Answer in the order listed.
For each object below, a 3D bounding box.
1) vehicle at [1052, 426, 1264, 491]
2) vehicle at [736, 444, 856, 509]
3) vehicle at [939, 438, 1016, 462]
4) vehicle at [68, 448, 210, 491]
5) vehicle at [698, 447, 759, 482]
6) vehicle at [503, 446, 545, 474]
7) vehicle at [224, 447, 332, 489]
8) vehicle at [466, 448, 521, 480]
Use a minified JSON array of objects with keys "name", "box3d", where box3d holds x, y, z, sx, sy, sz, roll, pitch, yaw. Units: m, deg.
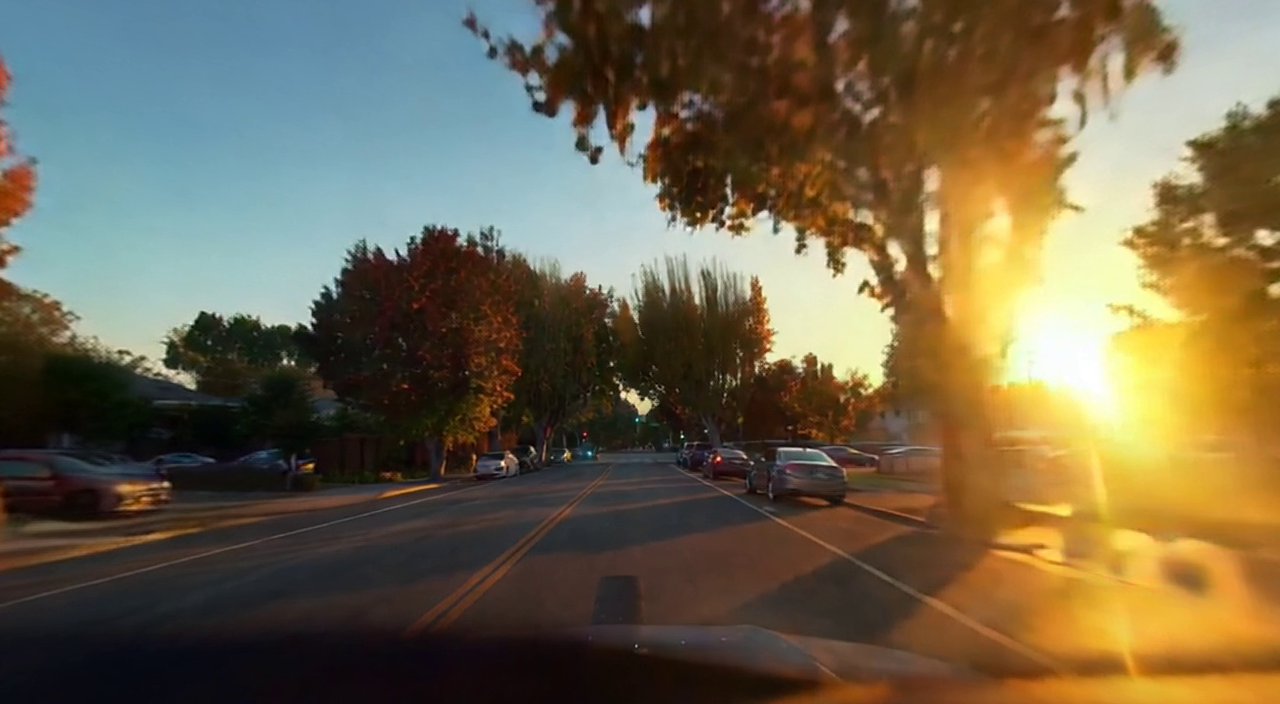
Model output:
[{"name":"vehicle","box3d":[12.725,2.623,15.634,3.731,1.491,1.678,0,-9,-1]},{"name":"vehicle","box3d":[3.962,3.238,16.941,2.005,1.466,4.767,0,-9,0]},{"name":"vehicle","box3d":[25.511,7.437,47.633,4.572,1.771,2.081,0,-9,1]},{"name":"vehicle","box3d":[-20.129,4.747,25.627,1.880,1.510,4.758,-2,-10,0]},{"name":"vehicle","box3d":[3.856,4.982,28.182,2.036,1.405,4.312,0,-9,-1]},{"name":"vehicle","box3d":[-7.603,7.084,41.647,1.994,1.718,4.518,0,-9,-1]},{"name":"vehicle","box3d":[-14.252,4.545,25.052,1.921,1.518,3.799,0,-9,2]},{"name":"vehicle","box3d":[-7.619,5.857,33.083,1.976,1.554,3.654,0,-9,1]}]
